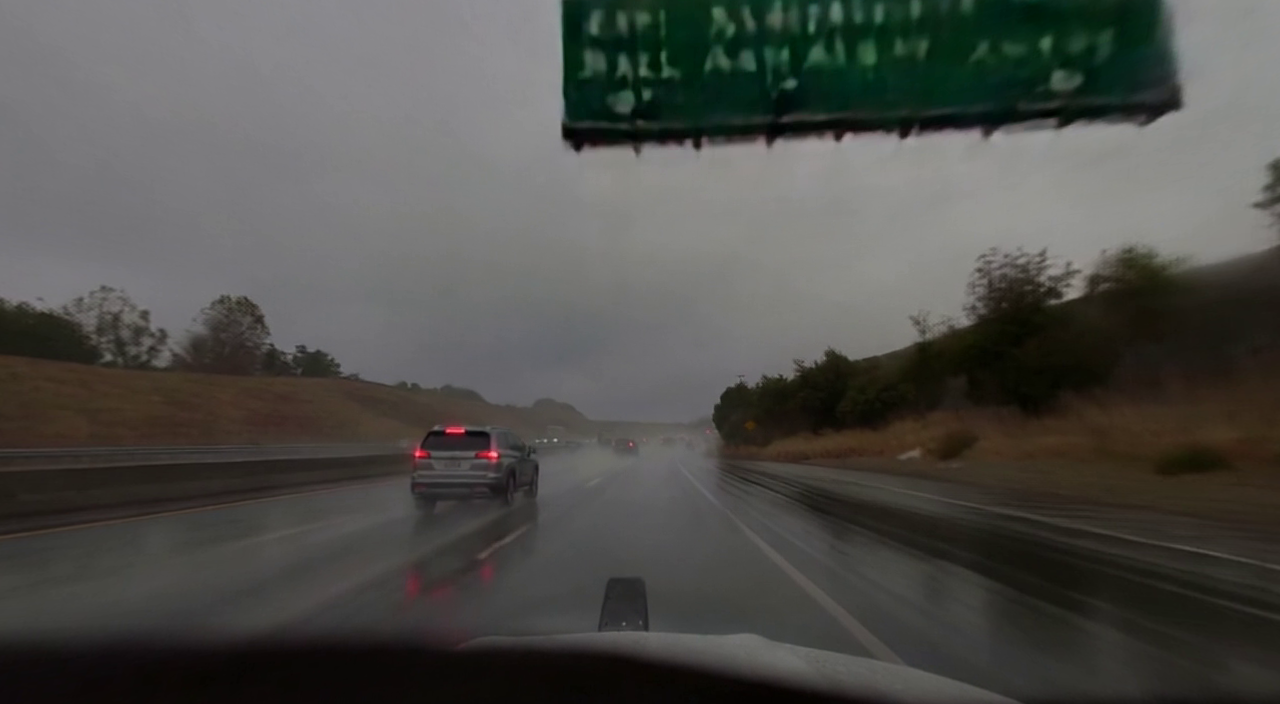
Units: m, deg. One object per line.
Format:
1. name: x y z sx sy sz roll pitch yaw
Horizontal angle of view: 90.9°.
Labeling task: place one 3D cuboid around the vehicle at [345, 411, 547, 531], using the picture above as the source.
1. vehicle: -3.387 2.217 12.264 2.218 1.848 4.789 0 -9 2
